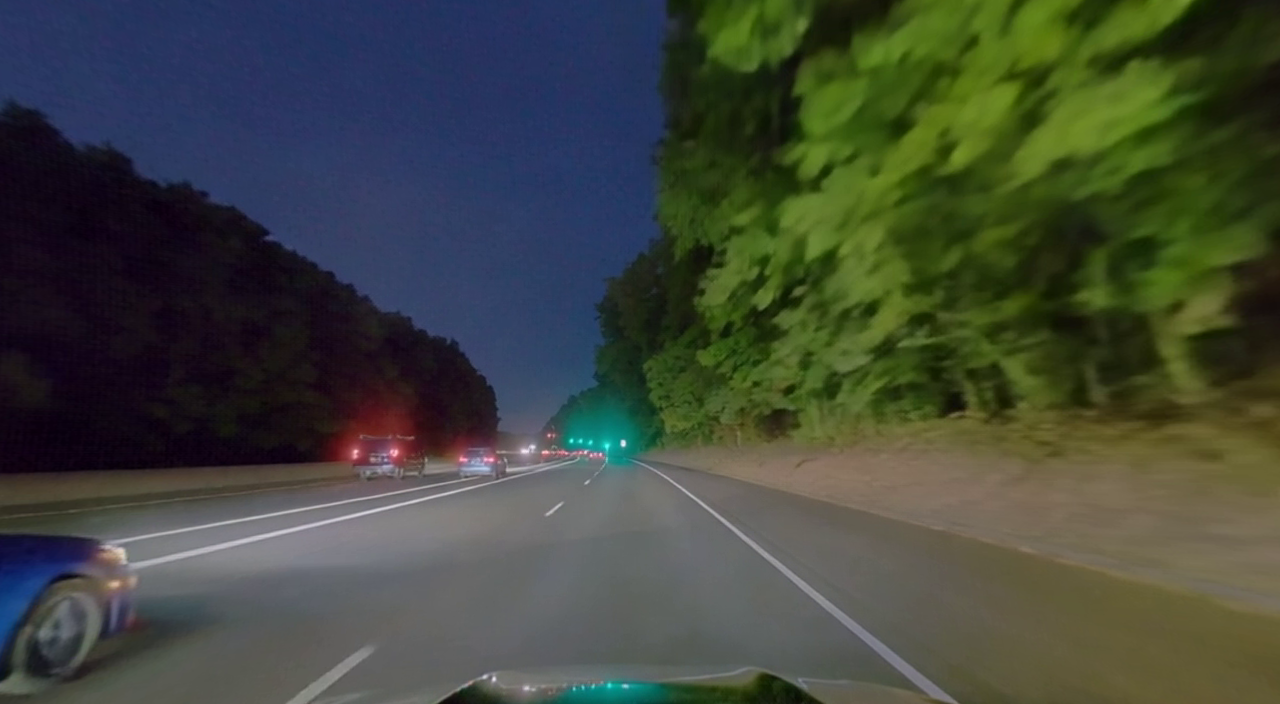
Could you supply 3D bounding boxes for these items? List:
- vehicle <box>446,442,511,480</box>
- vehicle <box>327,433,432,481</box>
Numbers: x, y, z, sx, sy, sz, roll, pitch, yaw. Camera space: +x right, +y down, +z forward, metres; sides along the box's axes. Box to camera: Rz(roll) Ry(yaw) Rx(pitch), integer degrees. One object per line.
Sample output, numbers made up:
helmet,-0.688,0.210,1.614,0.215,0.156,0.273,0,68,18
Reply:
vehicle,-7.648,5.201,30.257,2.060,1.680,4.255,0,-9,-1
vehicle,-11.623,4.755,28.667,2.425,1.926,5.584,0,-9,-1
